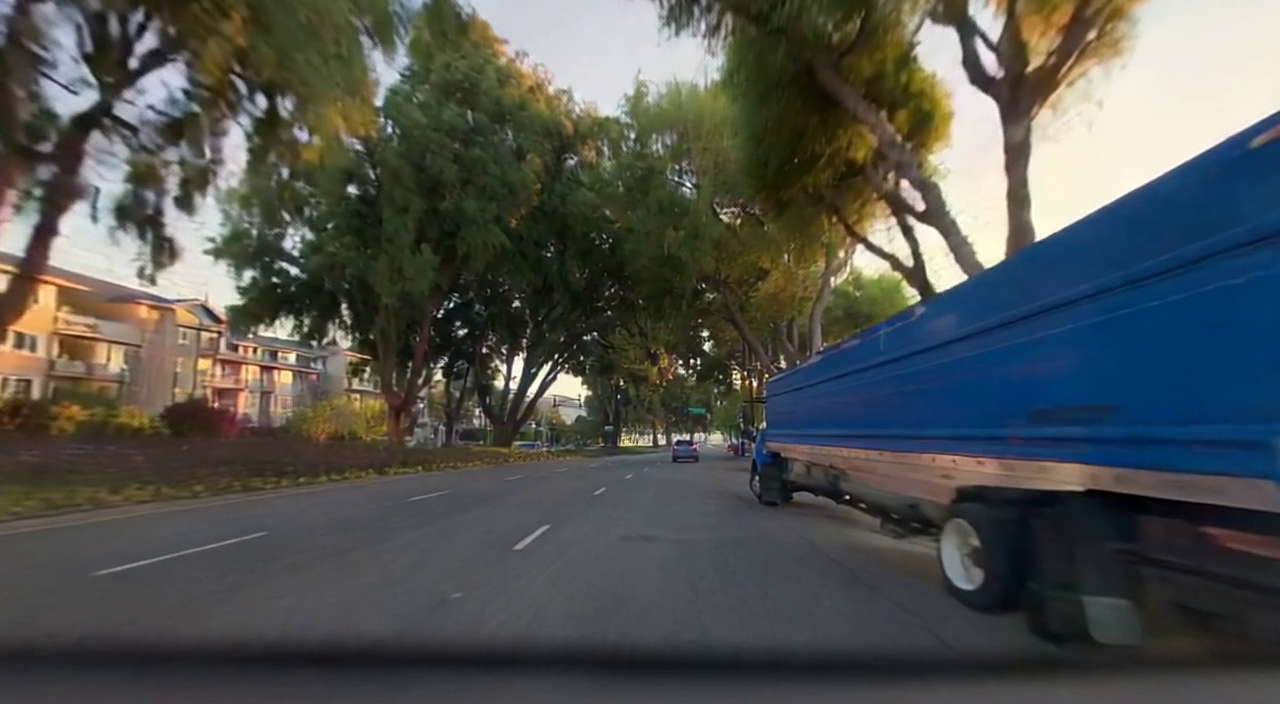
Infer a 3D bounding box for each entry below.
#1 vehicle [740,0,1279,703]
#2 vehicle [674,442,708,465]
[{"bbox_3d":[3.764,0.466,7.782,3.157,3.982,13.307,0,-8,1],"label":"vehicle"},{"bbox_3d":[3.405,6.646,41.443,1.871,1.370,4.206,-2,-8,9],"label":"vehicle"}]
